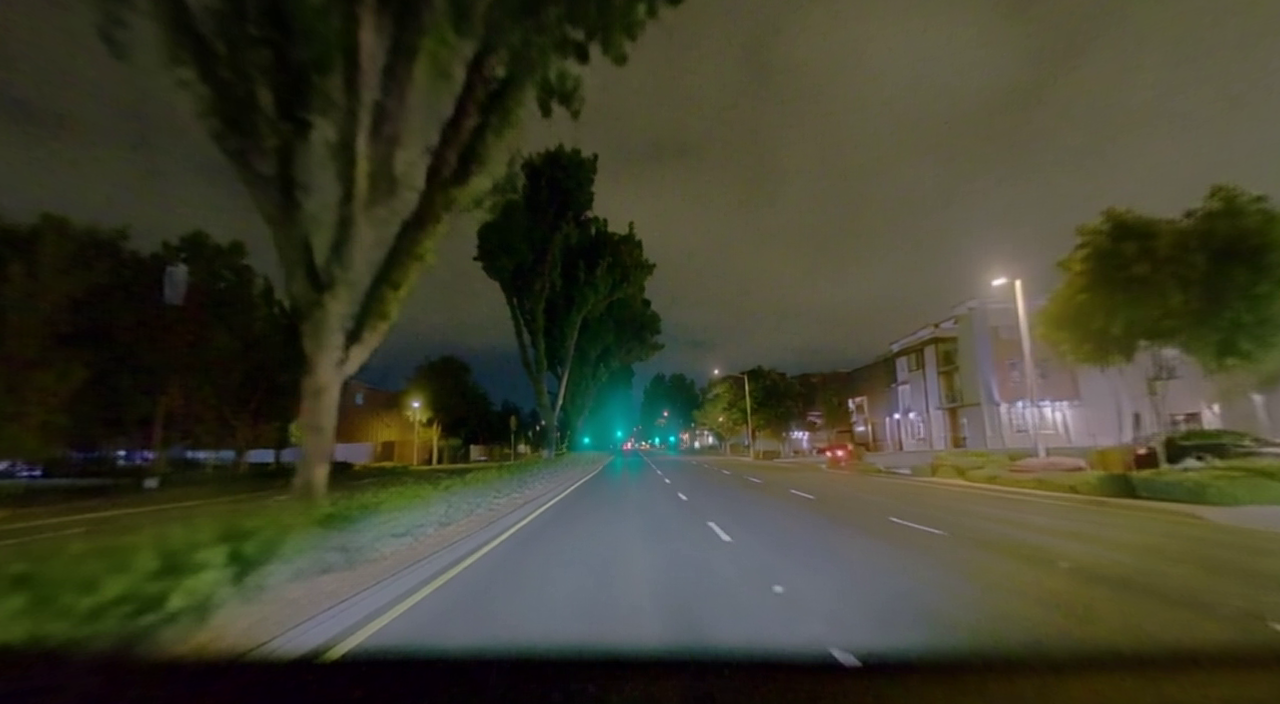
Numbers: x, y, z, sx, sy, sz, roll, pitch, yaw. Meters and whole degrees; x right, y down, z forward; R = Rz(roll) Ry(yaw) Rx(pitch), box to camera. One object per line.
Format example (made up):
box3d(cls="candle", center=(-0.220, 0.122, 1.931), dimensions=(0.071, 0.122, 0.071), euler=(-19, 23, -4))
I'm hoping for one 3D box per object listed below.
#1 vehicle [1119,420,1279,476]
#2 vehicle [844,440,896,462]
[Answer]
box3d(cls="vehicle", center=(16.933, 2.775, 18.285), dimensions=(4.505, 1.498, 2.068), euler=(0, -8, -3))
box3d(cls="vehicle", center=(16.274, 6.966, 44.566), dimensions=(1.930, 1.449, 4.473), euler=(-7, -11, 40))
